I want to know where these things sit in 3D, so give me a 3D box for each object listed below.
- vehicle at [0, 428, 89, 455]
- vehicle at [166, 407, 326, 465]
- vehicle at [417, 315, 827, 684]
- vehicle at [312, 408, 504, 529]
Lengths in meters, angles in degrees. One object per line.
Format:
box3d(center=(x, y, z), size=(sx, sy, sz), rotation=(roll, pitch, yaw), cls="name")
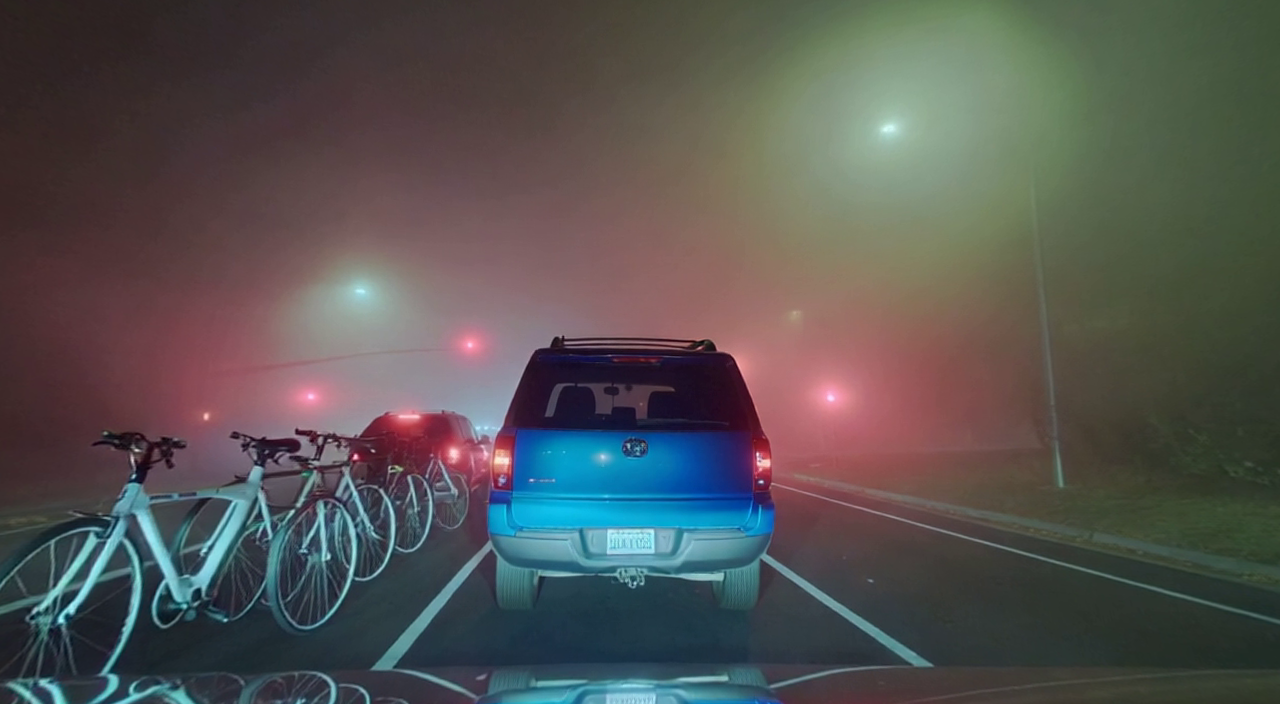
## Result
box3d(center=(-36.060, 5.396, 38.018), size=(3.926, 1.536, 1.731), rotation=(0, -8, -8), cls="vehicle")
box3d(center=(-25.119, 5.409, 40.723), size=(8.040, 3.335, 3.070), rotation=(-1, -9, -7), cls="vehicle")
box3d(center=(-0.243, 1.158, 6.003), size=(2.333, 2.087, 4.586), rotation=(1, -8, -4), cls="vehicle")
box3d(center=(-4.198, 2.220, 12.618), size=(2.337, 1.858, 5.409), rotation=(1, -9, -7), cls="vehicle")
